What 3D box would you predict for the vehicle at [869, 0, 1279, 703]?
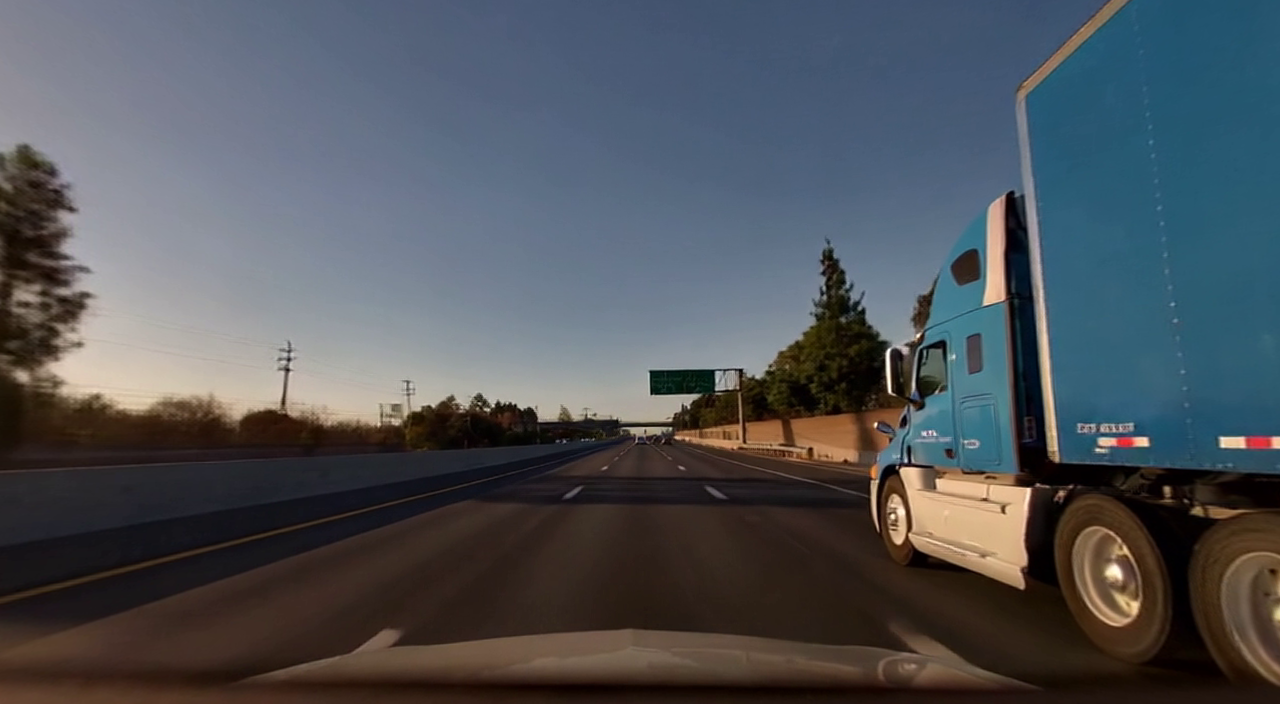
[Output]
[{"bbox_3d":[3.925,-0.391,1.832,3.012,3.768,8.945,0,-8,-1],"label":"vehicle"}]
